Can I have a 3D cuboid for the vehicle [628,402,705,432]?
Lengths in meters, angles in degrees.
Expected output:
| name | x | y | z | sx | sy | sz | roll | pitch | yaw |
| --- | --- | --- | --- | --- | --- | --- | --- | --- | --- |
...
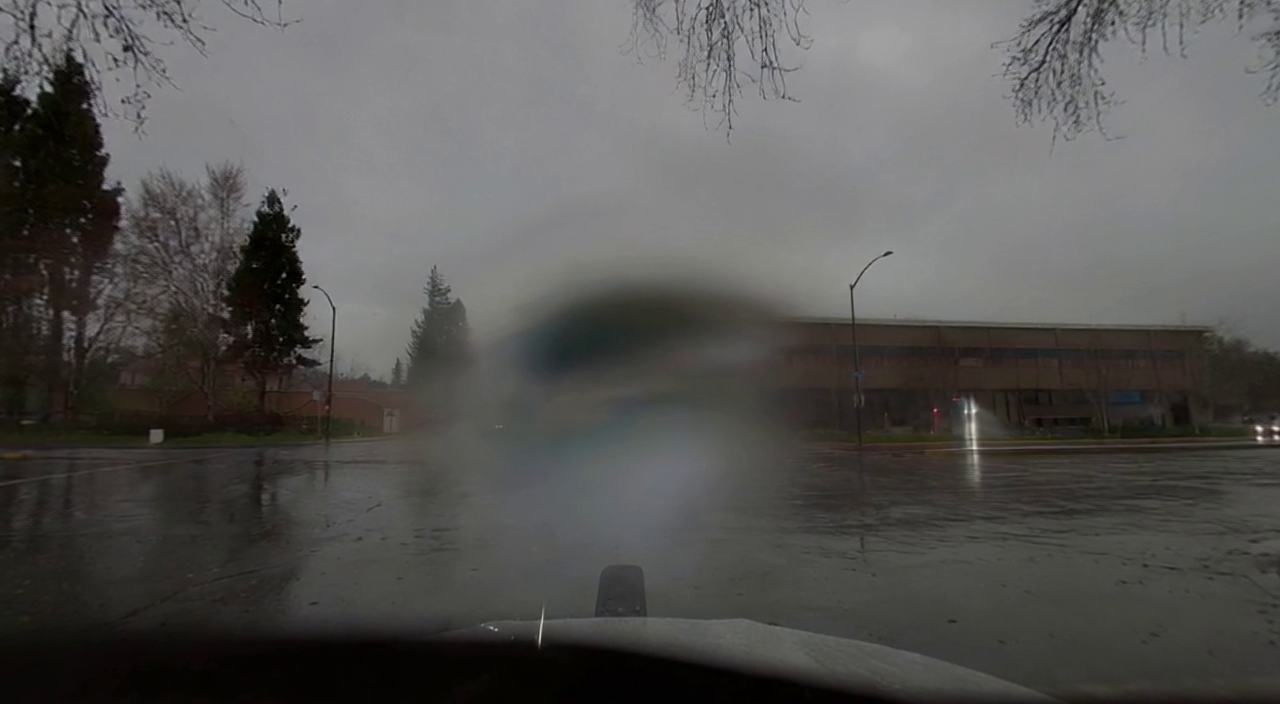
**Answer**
| name | x | y | z | sx | sy | sz | roll | pitch | yaw |
| --- | --- | --- | --- | --- | --- | --- | --- | --- | --- |
| vehicle | 1.775 | 4.691 | 44.426 | 2.435 | 1.858 | 5.585 | 6 | -11 | -38 |
